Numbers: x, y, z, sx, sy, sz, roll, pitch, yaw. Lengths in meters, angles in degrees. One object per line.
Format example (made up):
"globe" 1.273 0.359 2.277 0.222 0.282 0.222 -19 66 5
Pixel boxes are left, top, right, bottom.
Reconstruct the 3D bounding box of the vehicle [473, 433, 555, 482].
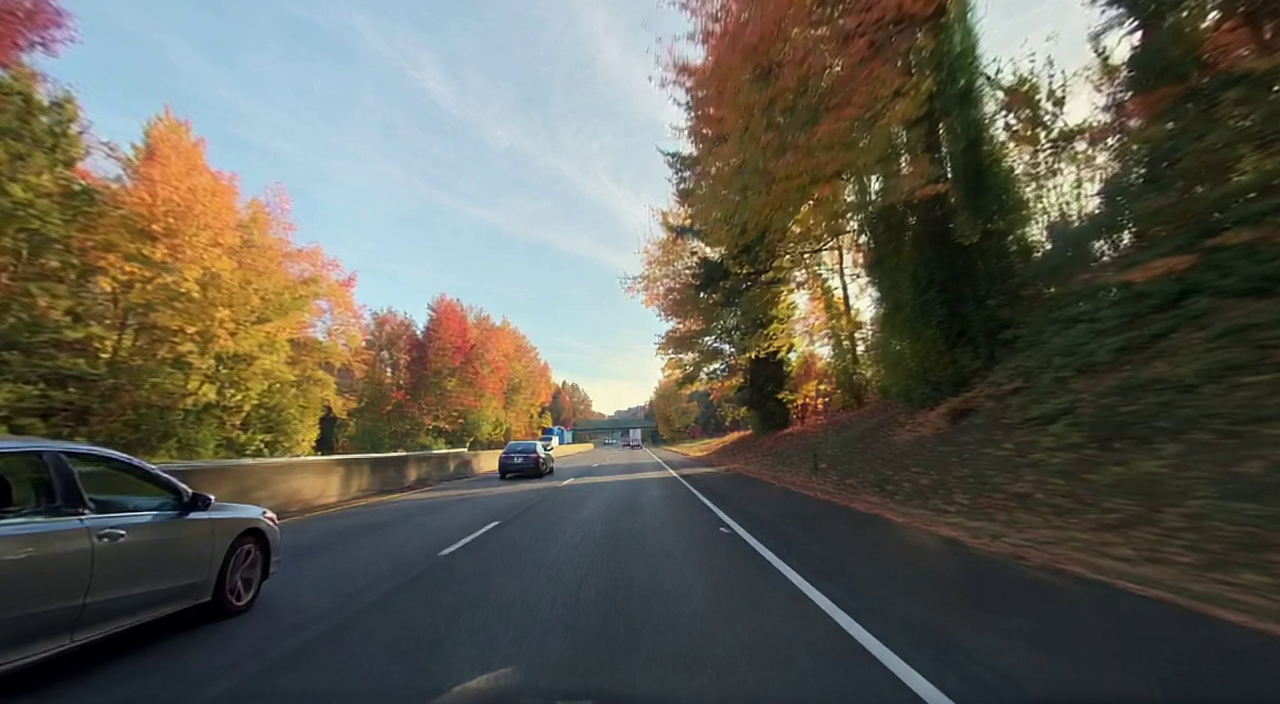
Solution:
"vehicle" -4.332 3.712 22.376 2.002 1.553 4.247 0 -8 1
